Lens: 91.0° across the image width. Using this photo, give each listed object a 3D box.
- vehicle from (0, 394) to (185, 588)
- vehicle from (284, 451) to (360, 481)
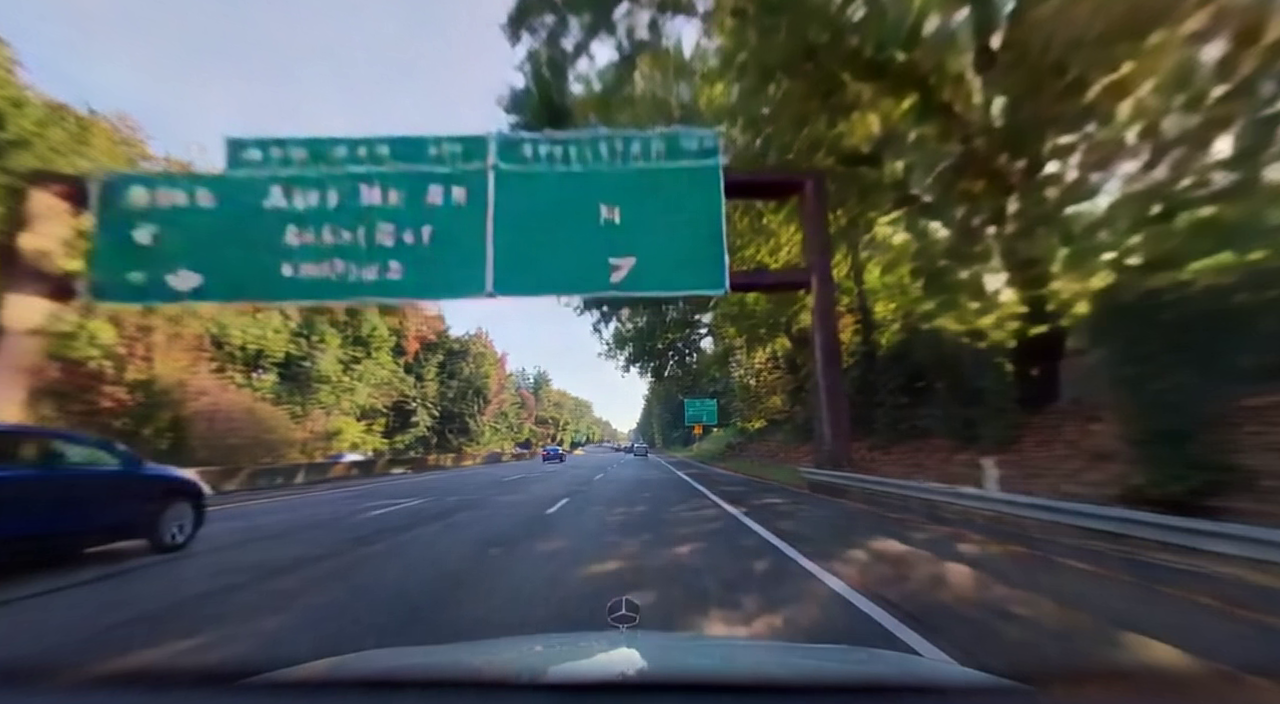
[{"bbox_3d":[-7.165,1.307,5.904,2.253,1.815,4.618,0,-9,1],"label":"vehicle"},{"bbox_3d":[-17.539,6.278,35.017,1.847,1.484,4.412,0,-9,1],"label":"vehicle"}]
